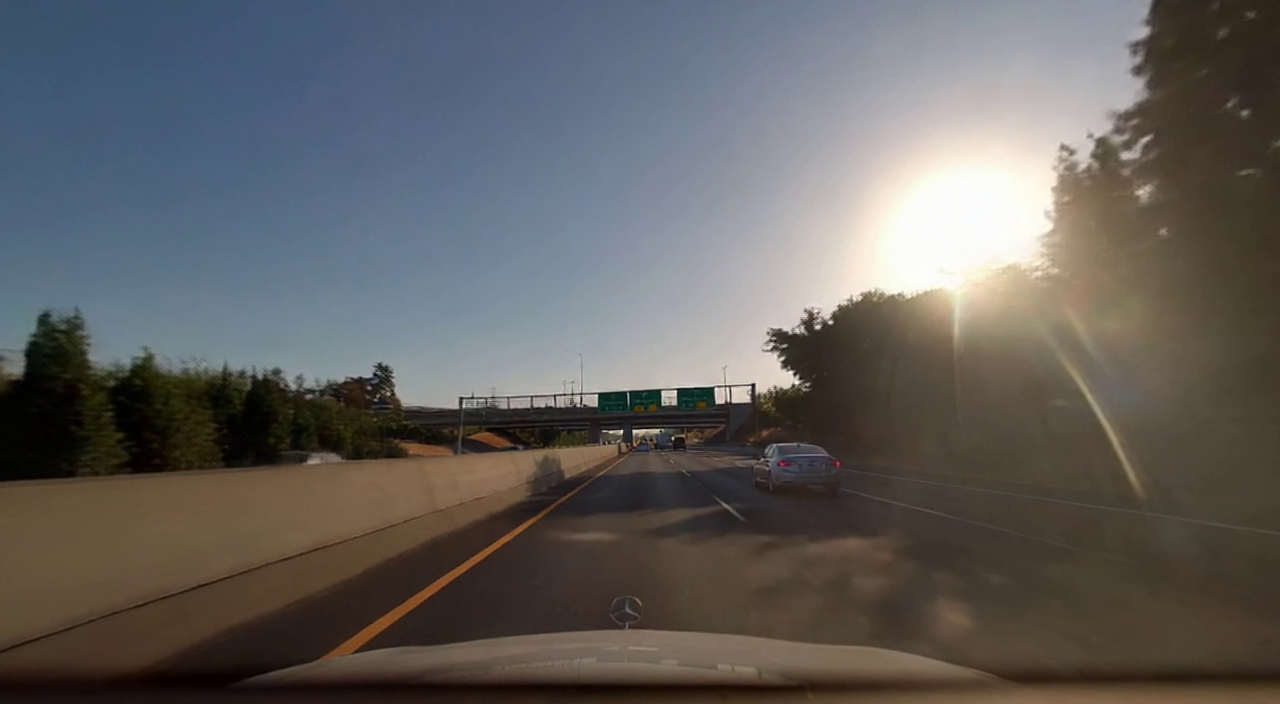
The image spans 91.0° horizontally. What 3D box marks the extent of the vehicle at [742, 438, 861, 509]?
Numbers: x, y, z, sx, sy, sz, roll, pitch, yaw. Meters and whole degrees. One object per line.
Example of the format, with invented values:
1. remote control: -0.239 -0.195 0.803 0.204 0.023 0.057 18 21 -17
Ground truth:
1. vehicle: 3.543 2.702 14.545 1.683 1.400 3.868 0 -8 -1

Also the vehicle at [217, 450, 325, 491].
1. vehicle: -15.774 5.049 27.192 1.943 1.518 4.421 0 -8 1
